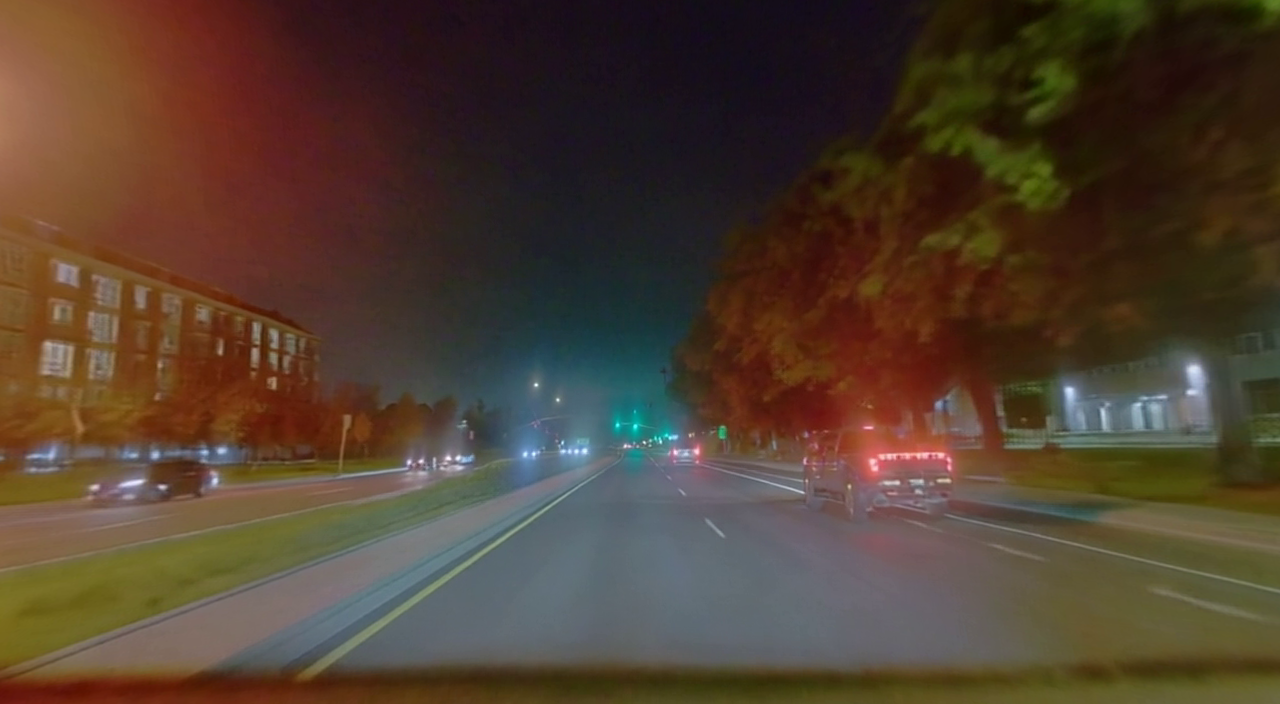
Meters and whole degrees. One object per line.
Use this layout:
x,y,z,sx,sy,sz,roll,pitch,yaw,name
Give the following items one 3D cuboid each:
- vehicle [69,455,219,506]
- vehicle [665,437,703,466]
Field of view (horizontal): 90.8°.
-16.774,4.331,21.667,1.857,1.519,3.969,0,-8,1,vehicle
2.867,6.698,42.773,2.085,1.828,5.383,0,-8,-1,vehicle
